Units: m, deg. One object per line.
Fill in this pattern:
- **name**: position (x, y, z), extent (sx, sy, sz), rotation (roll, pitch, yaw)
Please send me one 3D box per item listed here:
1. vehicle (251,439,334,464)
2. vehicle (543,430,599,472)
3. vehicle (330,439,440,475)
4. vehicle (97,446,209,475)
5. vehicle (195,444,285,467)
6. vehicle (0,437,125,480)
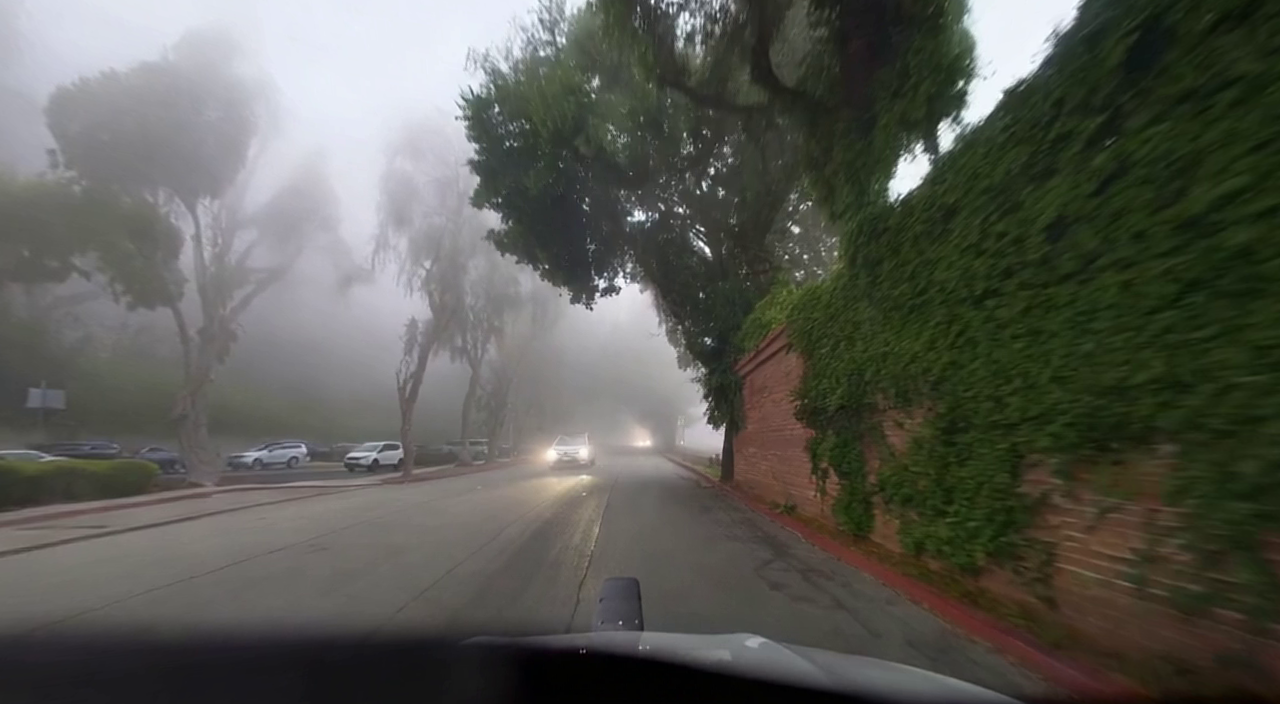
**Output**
- **vehicle**: position (-26.315, 7.541, 47.958), extent (5.143, 1.793, 2.032), rotation (-1, -8, 2)
- **vehicle**: position (-3.020, 4.457, 28.541), extent (2.047, 1.725, 4.288), rotation (0, -8, 0)
- **vehicle**: position (-13.340, 5.513, 33.287), extent (4.870, 1.767, 2.120), rotation (-1, -8, 2)
- **vehicle**: position (-26.017, 5.795, 33.868), extent (4.374, 1.455, 1.918), rotation (0, -8, 0)
- **vehicle**: position (-26.994, 6.975, 42.732), extent (4.736, 1.516, 1.937), rotation (0, -8, 1)
- **vehicle**: position (-26.431, 4.765, 28.347), extent (4.725, 1.828, 2.006), rotation (0, -8, -2)
